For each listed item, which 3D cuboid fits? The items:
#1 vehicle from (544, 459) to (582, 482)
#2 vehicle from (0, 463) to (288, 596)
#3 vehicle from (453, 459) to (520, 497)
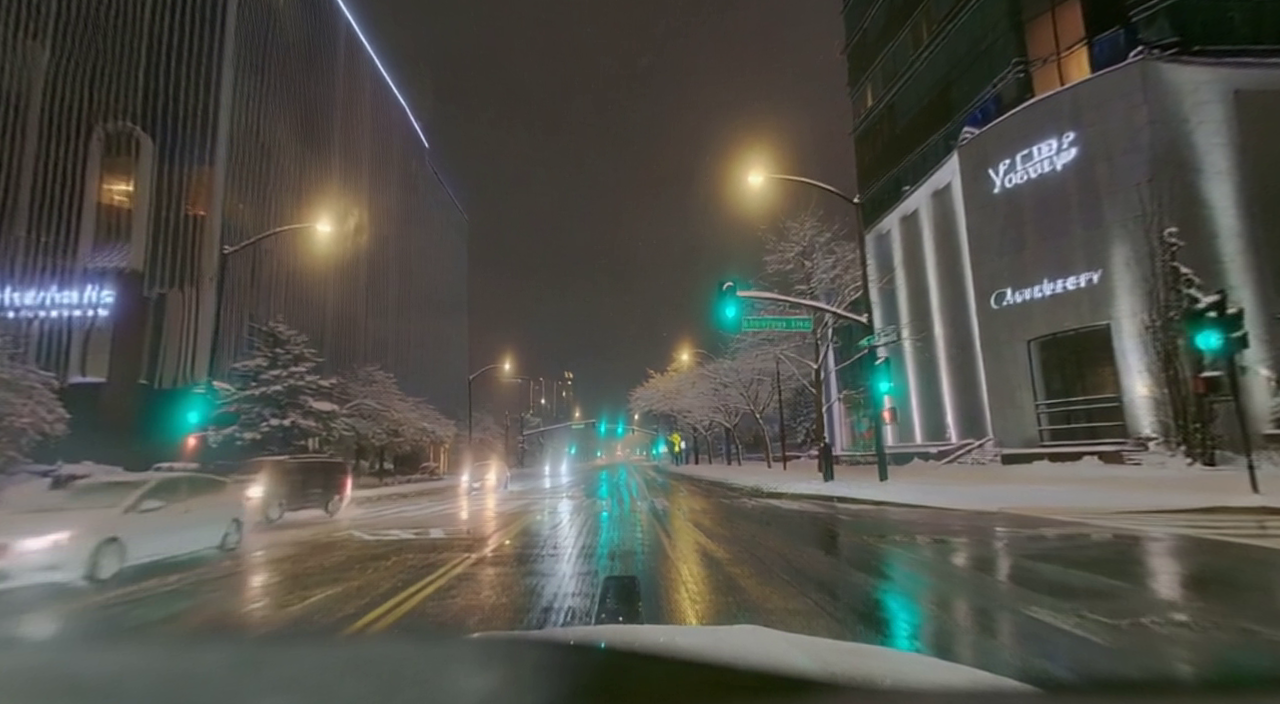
[{"bbox_3d":[-5.860,9.028,48.485,2.037,1.563,4.754,-1,-9,3],"label":"vehicle"},{"bbox_3d":[-7.655,2.503,9.725,1.893,1.451,4.276,-1,-9,2],"label":"vehicle"},{"bbox_3d":[-6.851,5.652,28.594,1.897,1.537,3.770,-1,-9,4],"label":"vehicle"}]
